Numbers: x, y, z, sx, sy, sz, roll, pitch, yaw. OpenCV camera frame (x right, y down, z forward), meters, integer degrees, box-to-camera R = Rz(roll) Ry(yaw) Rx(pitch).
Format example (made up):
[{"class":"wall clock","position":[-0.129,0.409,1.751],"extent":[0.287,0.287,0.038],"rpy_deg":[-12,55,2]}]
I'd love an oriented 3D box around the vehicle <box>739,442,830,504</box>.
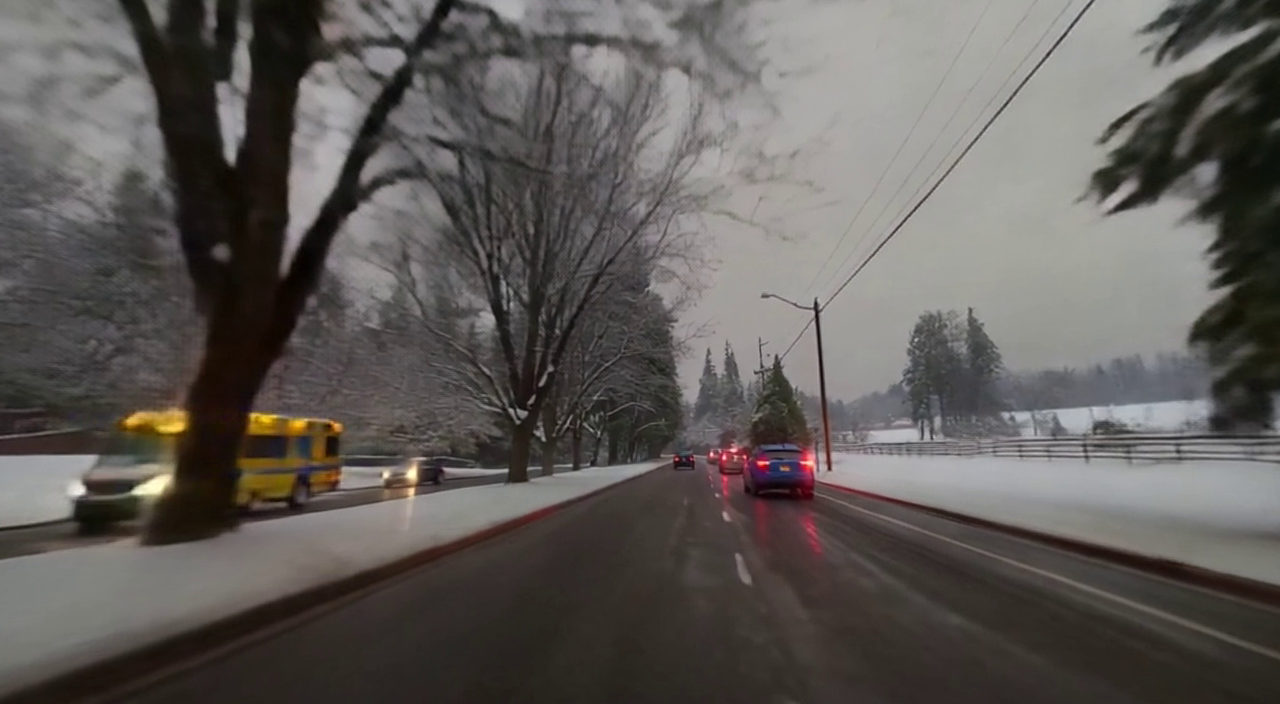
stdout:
[{"class":"vehicle","position":[4.208,3.561,19.083],"extent":[2.052,1.639,4.123],"rpy_deg":[-1,-9,4]}]

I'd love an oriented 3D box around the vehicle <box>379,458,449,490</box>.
[{"class":"vehicle","position":[-12.191,6.583,34.312],"extent":[1.874,1.521,4.244],"rpy_deg":[-1,-9,6]}]

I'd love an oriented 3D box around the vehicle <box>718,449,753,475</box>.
[{"class":"vehicle","position":[6.540,7.524,43.380],"extent":[2.110,1.666,3.912],"rpy_deg":[-1,-9,5]}]

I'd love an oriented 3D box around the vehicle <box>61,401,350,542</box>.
[{"class":"vehicle","position":[-10.367,2.922,16.069],"extent":[2.661,2.737,6.092],"rpy_deg":[-4,-9,6]}]
